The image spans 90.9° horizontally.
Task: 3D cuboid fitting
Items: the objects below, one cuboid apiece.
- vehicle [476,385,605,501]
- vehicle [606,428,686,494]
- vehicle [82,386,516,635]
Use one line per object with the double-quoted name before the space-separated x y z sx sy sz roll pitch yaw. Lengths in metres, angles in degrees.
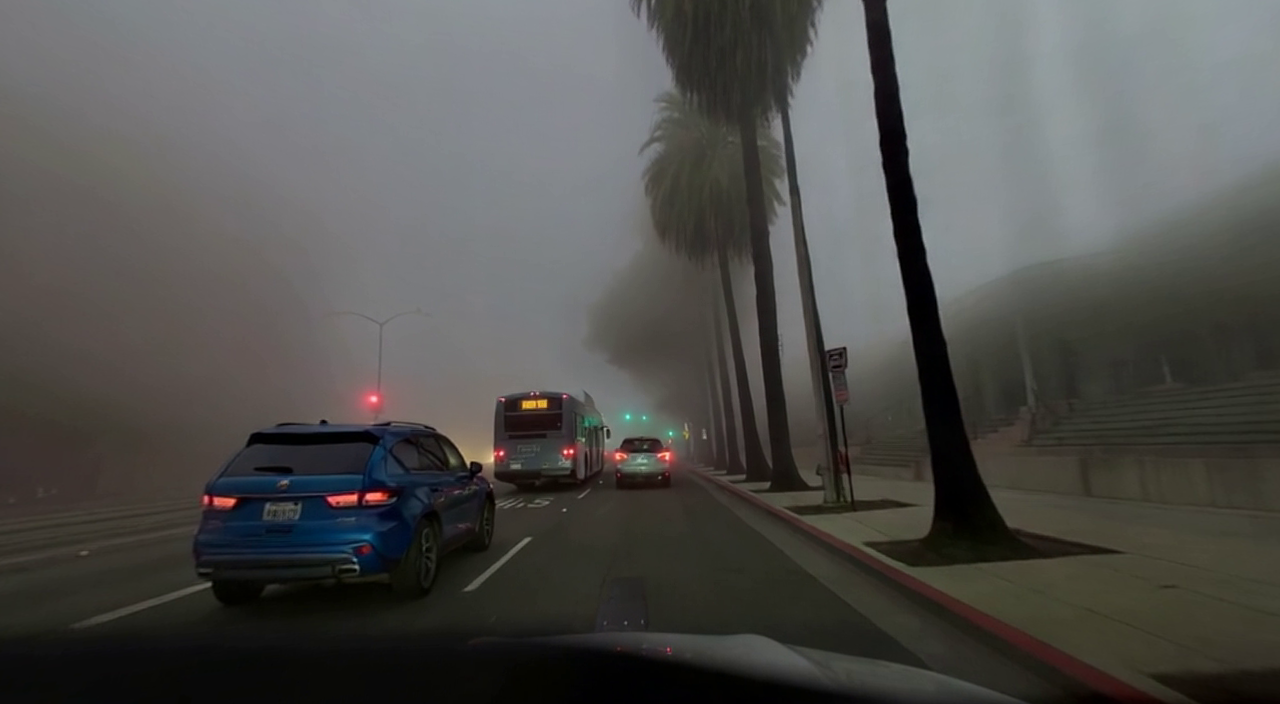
"vehicle" -2.871 2.995 20.919 2.775 3.064 8.297 0 -8 1
"vehicle" 0.188 3.159 18.671 2.120 1.727 3.917 0 -8 1
"vehicle" -2.948 1.478 6.959 2.124 1.799 4.587 0 -8 1
